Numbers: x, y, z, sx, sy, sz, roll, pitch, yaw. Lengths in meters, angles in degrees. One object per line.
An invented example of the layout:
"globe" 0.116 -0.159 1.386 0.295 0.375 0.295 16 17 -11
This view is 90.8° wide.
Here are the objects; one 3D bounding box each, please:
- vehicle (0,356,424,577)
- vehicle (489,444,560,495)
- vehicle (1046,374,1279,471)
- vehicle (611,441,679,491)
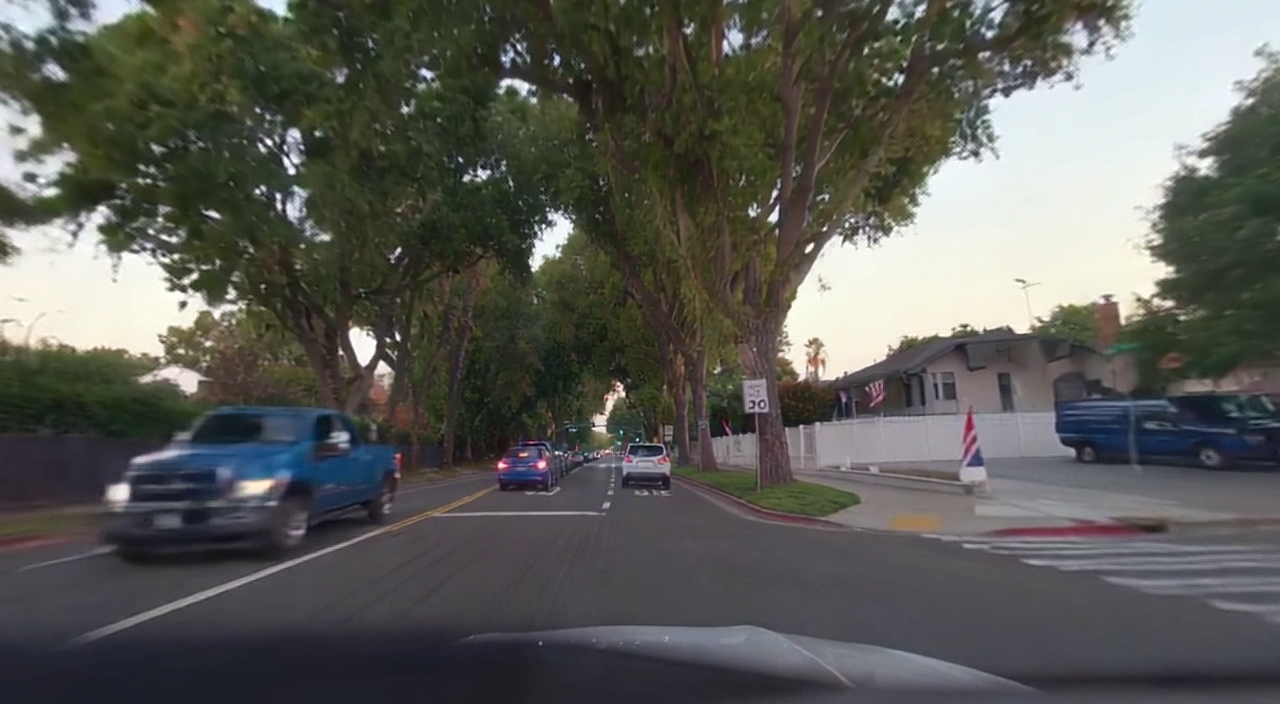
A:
"vehicle" -6.648 1.965 11.725 2.920 2.707 7.670 0 -9 -3
"vehicle" -3.782 3.907 21.479 1.919 1.501 4.509 1 -9 -5
"vehicle" 16.170 2.209 19.181 6.115 2.590 2.371 -6 -10 35
"vehicle" 0.073 4.223 23.813 2.258 1.682 4.635 0 -9 -3
